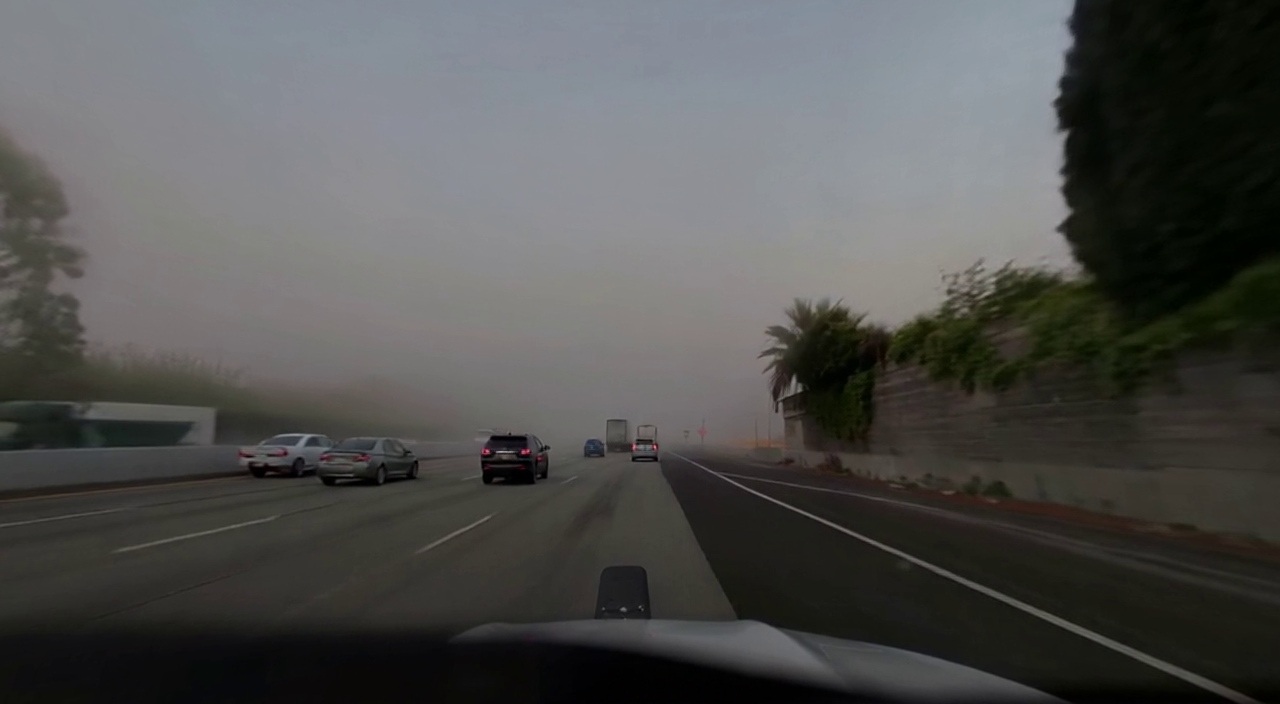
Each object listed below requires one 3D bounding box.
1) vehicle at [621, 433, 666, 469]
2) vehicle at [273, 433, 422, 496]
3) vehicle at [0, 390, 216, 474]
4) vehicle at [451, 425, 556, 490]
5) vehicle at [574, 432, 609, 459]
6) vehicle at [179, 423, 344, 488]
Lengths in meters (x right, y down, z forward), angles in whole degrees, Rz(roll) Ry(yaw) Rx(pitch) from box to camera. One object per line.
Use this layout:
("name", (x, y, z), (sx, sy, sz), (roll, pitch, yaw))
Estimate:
("vehicle", (0.207, 5.031, 32.228), (2.136, 1.678, 4.052), (0, -8, 1))
("vehicle", (-7.800, 3.020, 17.394), (1.949, 1.476, 4.410), (0, -8, 1))
("vehicle", (-26.786, 4.014, 31.217), (3.047, 3.360, 11.583), (-1, -8, 3))
("vehicle", (-4.017, 3.186, 19.444), (2.108, 1.740, 4.549), (0, -8, 1))
("vehicle", (-3.636, 7.149, 48.453), (2.203, 1.958, 4.848), (0, -8, 1))
("vehicle", (-11.847, 3.272, 20.319), (2.077, 1.829, 5.101), (0, -8, 1))
